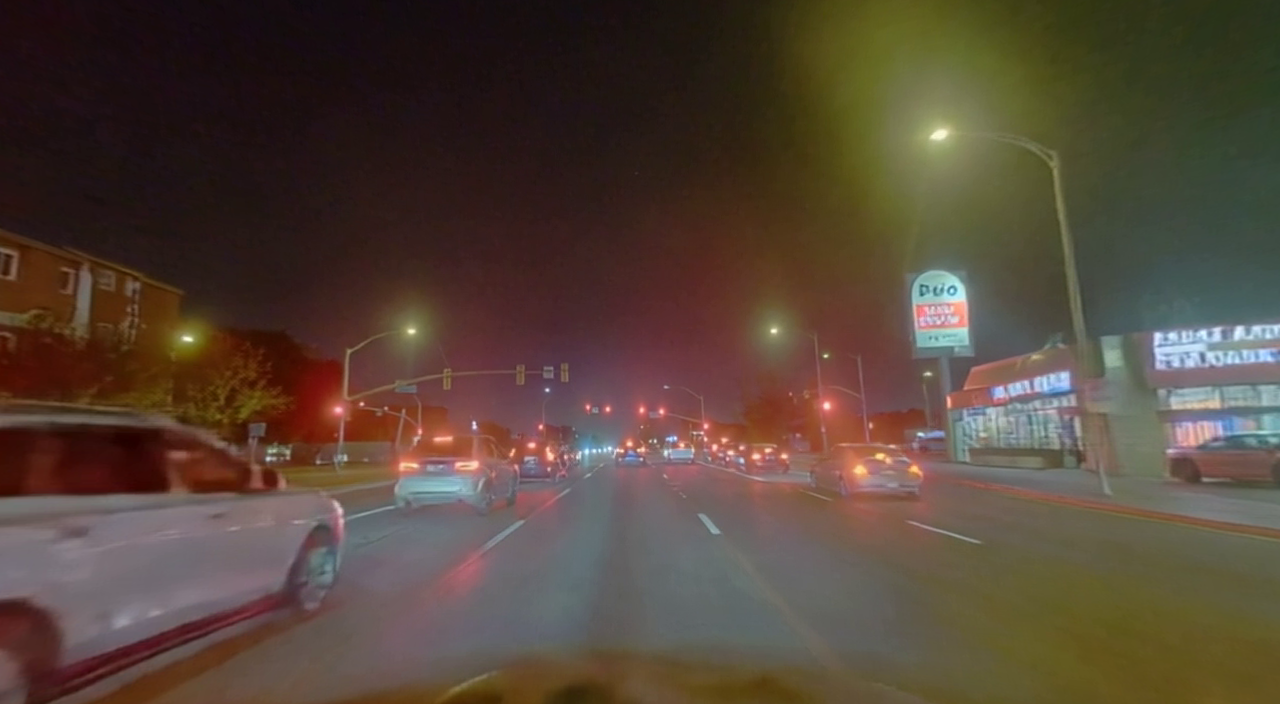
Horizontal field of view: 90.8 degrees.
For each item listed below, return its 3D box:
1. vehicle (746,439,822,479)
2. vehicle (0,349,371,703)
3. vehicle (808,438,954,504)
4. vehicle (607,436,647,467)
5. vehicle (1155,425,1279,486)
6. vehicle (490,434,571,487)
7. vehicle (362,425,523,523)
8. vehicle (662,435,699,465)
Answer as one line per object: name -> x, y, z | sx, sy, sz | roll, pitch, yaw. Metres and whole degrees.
vehicle -> 5.879, 4.422, 26.392 | 1.969, 1.502, 4.663 | 0, -8, -2
vehicle -> -3.428, 0.962, 3.257 | 2.143, 1.643, 4.336 | 0, -8, 0
vehicle -> 6.003, 2.998, 16.415 | 2.017, 1.453, 4.497 | 0, -8, 0
vehicle -> -0.773, 5.944, 37.963 | 2.261, 1.741, 4.255 | 0, -8, -1
vehicle -> 16.406, 2.684, 16.531 | 1.819, 1.457, 4.680 | 0, -8, -1
vehicle -> -3.631, 3.681, 21.783 | 2.063, 1.625, 4.290 | 0, -8, -1
vehicle -> -3.705, 2.360, 12.709 | 1.934, 1.624, 3.964 | 0, -8, 0
vehicle -> 2.557, 6.333, 40.933 | 2.018, 1.779, 4.338 | 0, -8, -2
